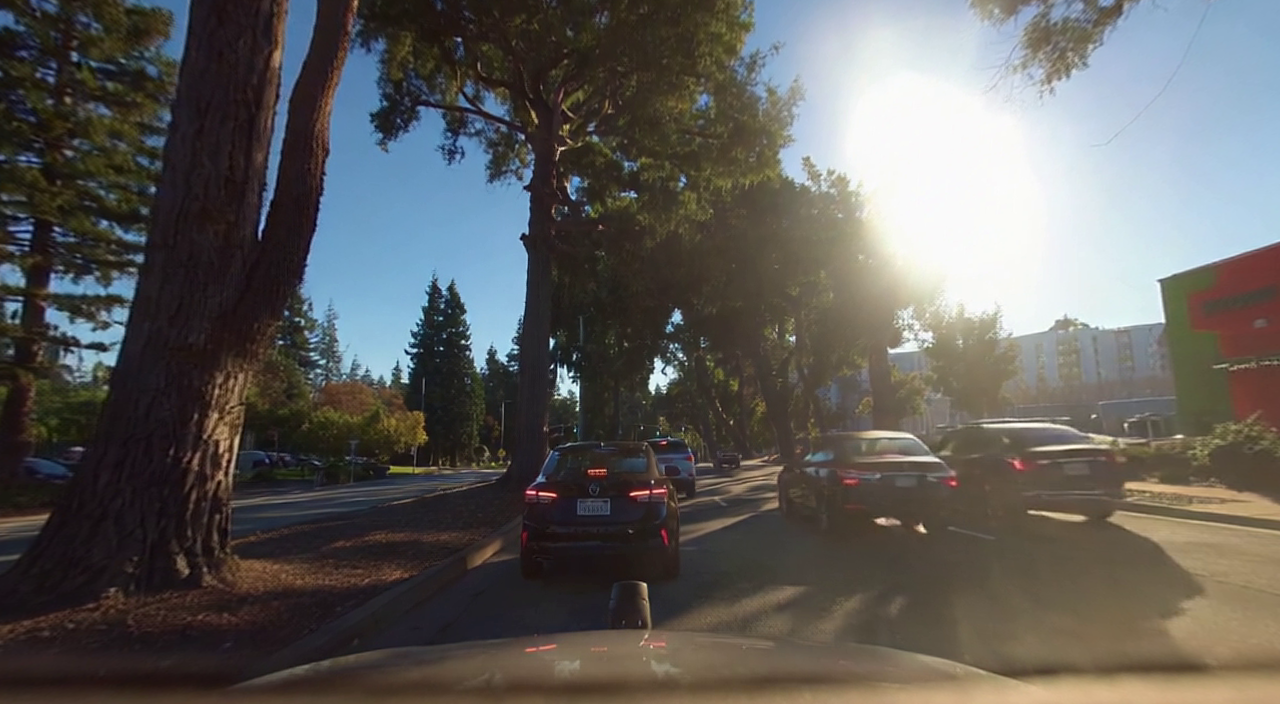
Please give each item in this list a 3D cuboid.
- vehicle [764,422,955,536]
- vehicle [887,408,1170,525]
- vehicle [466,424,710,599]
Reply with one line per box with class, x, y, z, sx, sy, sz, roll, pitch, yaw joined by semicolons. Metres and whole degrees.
vehicle;3.631;2.176;11.338;1.946;1.648;4.230;0;-9;1
vehicle;7.270;2.237;12.759;2.253;1.854;5.409;0;-9;0
vehicle;-0.480;1.693;7.532;2.111;1.506;4.018;0;-9;-1
